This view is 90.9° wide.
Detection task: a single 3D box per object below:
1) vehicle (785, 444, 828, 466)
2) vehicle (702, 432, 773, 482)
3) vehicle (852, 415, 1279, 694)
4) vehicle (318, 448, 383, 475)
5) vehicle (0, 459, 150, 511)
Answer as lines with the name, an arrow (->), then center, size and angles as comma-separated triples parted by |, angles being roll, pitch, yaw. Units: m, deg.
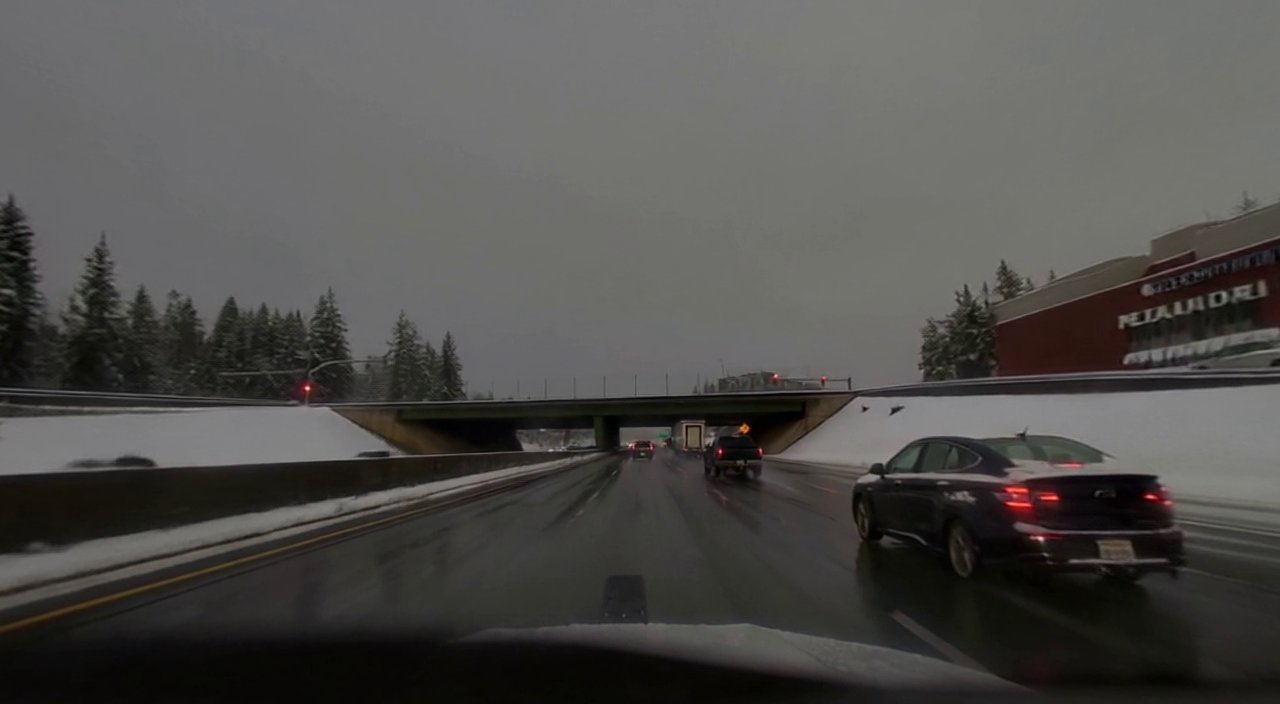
vehicle -> 11.717, 7.260, 44.711 | 1.926, 1.451, 3.936 | 0, -8, -1
vehicle -> 3.850, 4.249, 25.817 | 2.086, 1.858, 4.737 | 0, -8, -1
vehicle -> 3.628, 1.415, 5.669 | 1.902, 1.481, 4.451 | 0, -8, 0
vehicle -> -22.525, 8.515, 49.353 | 2.242, 1.896, 5.776 | 0, -8, 1
vehicle -> -19.393, 4.439, 21.487 | 1.894, 1.499, 4.357 | 0, -8, 0
